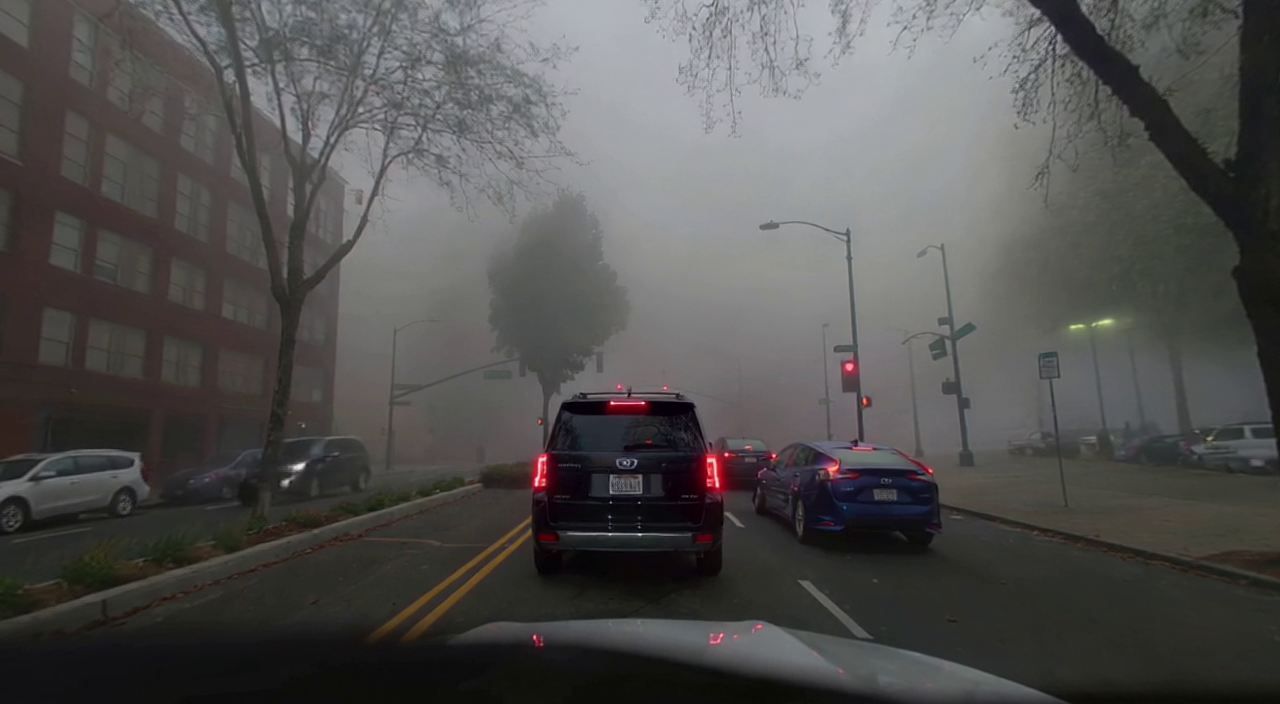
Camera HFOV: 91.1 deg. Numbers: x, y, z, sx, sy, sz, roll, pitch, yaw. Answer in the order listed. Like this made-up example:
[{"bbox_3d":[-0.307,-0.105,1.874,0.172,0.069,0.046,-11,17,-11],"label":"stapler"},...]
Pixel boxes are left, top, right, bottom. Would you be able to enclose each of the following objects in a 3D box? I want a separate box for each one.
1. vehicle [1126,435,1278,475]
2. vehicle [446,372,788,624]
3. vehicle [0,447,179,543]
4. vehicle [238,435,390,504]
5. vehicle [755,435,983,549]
[{"bbox_3d":[22.154,4.054,24.972,4.055,1.469,1.848,-4,-9,26],"label":"vehicle"},{"bbox_3d":[-0.158,1.363,6.760,2.453,1.816,4.300,0,-8,0],"label":"vehicle"},{"bbox_3d":[-12.545,2.910,13.462,1.891,1.723,4.360,0,-8,1],"label":"vehicle"},{"bbox_3d":[-9.135,3.301,18.126,2.054,1.722,4.292,0,-8,0],"label":"vehicle"},{"bbox_3d":[3.291,2.083,10.084,2.056,1.422,4.130,0,-8,-1],"label":"vehicle"}]
